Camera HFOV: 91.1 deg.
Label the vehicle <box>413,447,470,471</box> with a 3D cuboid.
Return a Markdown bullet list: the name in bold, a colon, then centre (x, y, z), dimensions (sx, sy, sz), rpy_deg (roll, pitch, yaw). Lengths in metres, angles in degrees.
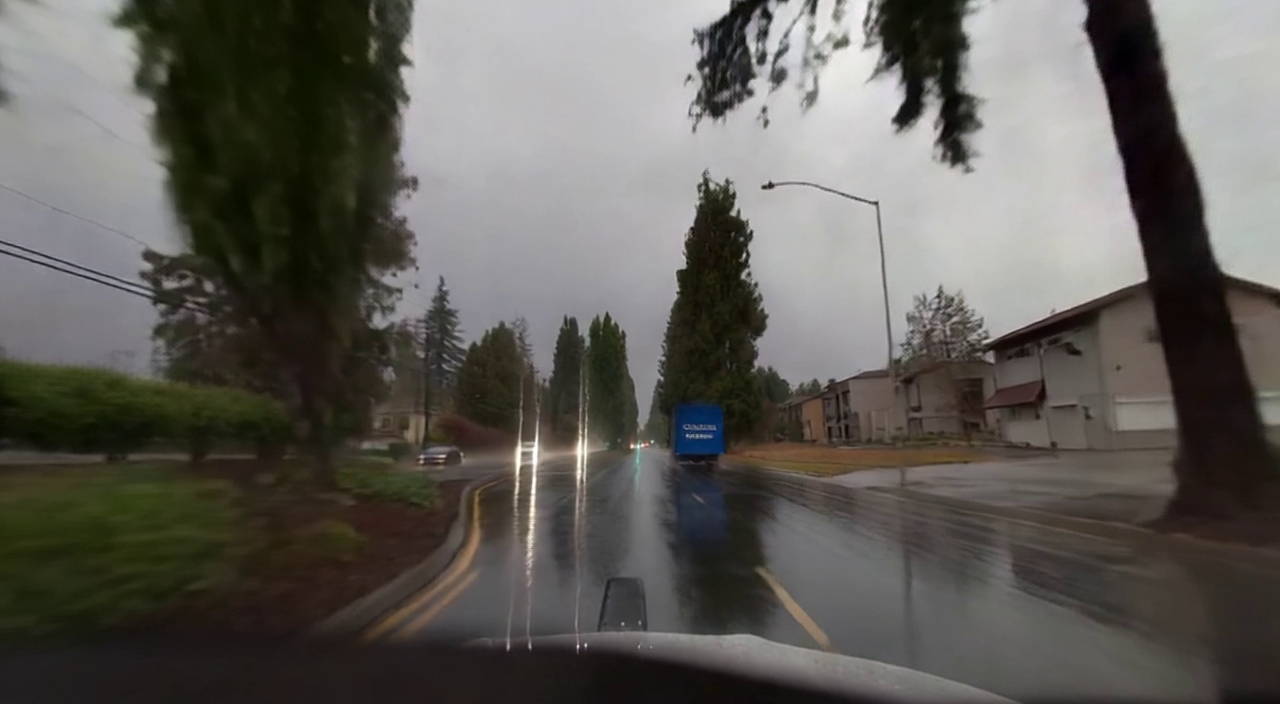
- **vehicle**: centre (-11.945, 6.438, 38.014), dimensions (1.973, 1.368, 4.253), rpy_deg (0, -8, 1)

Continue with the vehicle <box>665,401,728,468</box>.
- **vehicle**: centre (3.472, 5.474, 41.084), dimensions (2.973, 3.848, 9.336), rpy_deg (0, -8, -2)
